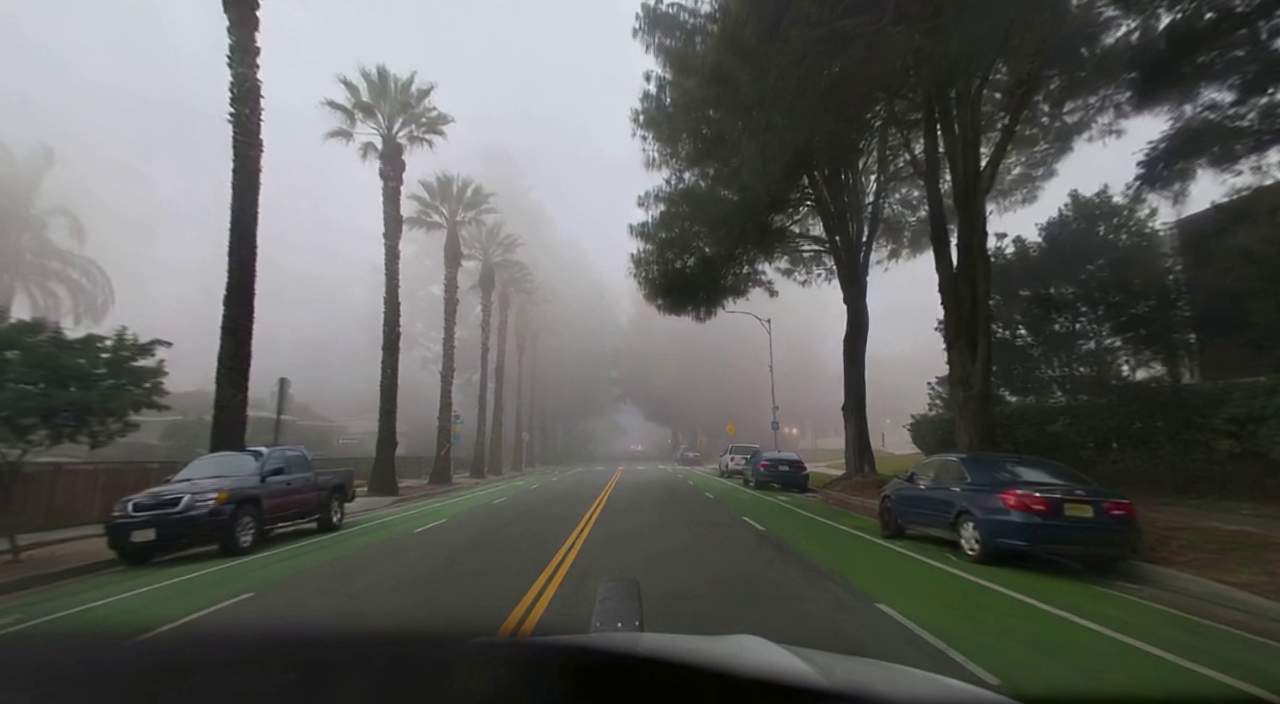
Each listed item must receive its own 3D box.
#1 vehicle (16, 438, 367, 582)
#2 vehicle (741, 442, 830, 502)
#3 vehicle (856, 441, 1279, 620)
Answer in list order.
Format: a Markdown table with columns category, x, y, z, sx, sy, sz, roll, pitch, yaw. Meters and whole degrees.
| category | x | y | z | sx | sy | sz | roll | pitch | yaw |
| --- | --- | --- | --- | --- | --- | --- | --- | --- | --- |
| vehicle | -6.902 | 2.410 | 10.775 | 2.220 | 1.786 | 5.161 | -1 | -8 | 0 |
| vehicle | 4.640 | 3.888 | 20.862 | 2.000 | 1.732 | 4.298 | -1 | -9 | 2 |
| vehicle | 4.755 | 1.927 | 7.964 | 2.141 | 1.480 | 5.016 | 0 | -9 | -2 |
